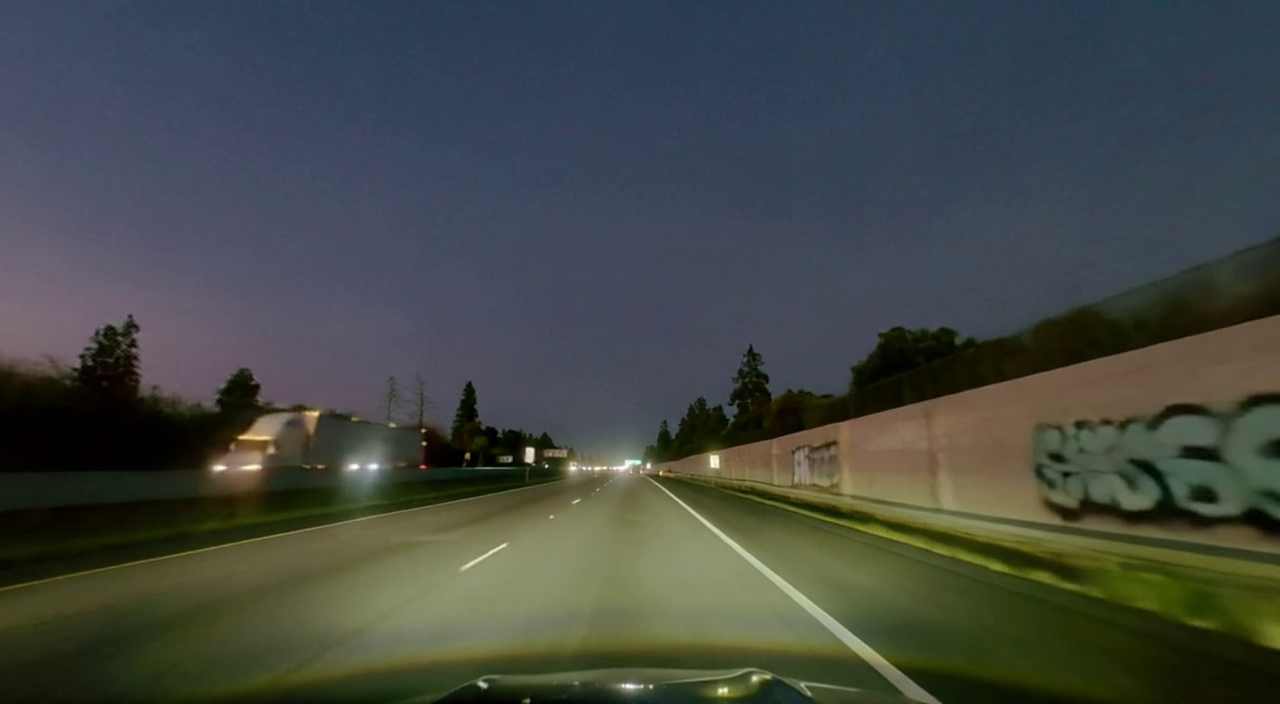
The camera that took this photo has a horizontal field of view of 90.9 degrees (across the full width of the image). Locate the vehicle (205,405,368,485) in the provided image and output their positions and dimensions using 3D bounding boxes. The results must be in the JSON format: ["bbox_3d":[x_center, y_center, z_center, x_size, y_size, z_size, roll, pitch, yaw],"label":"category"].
[{"bbox_3d":[-18.072,5.078,33.342,2.966,3.569,9.541,1,-11,0],"label":"vehicle"}]

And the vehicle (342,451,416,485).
[{"bbox_3d":[-13.590,6.099,33.152,1.925,1.610,4.426,1,-11,1],"label":"vehicle"}]
